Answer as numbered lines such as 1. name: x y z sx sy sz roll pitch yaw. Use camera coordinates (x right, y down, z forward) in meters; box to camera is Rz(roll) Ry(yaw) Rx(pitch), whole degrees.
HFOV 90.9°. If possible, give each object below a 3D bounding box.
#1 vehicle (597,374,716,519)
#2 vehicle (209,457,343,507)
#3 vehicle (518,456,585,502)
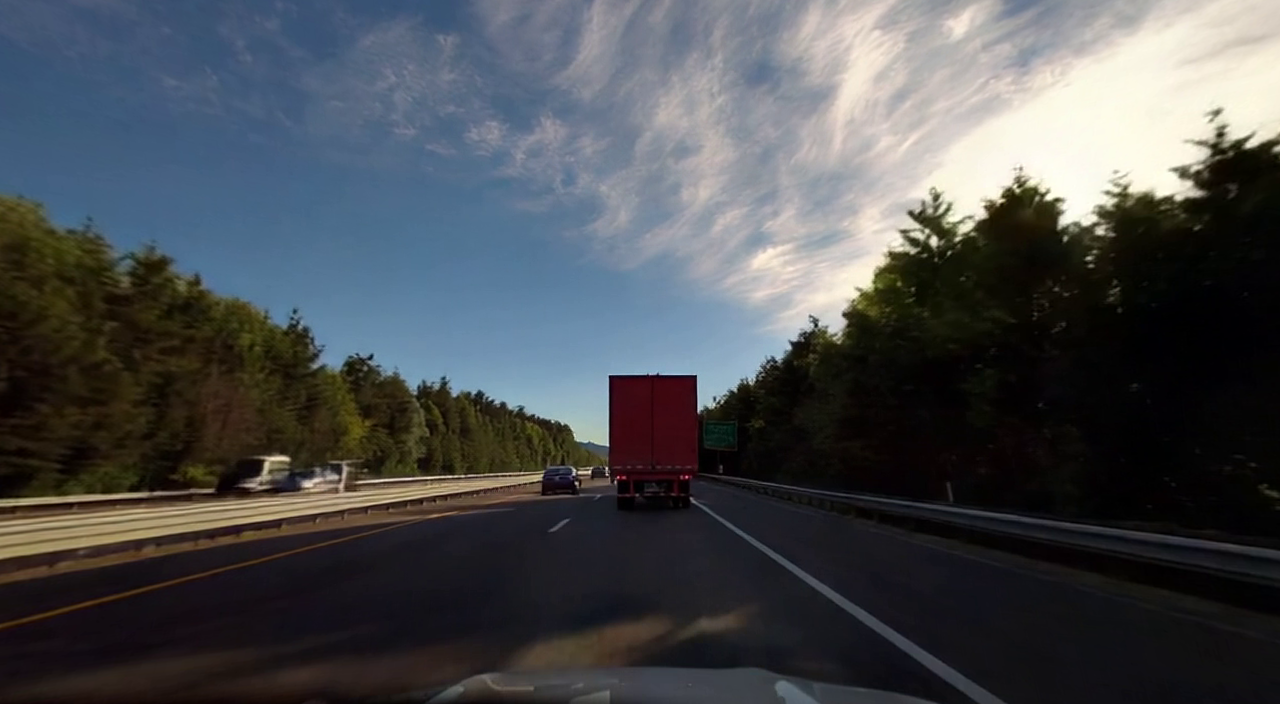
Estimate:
1. vehicle: 0.384 3.263 20.921 3.008 3.678 9.512 1 -10 0
2. vehicle: -12.757 4.583 22.503 1.949 1.533 4.662 1 -10 0
3. vehicle: -3.491 5.168 25.866 2.076 1.691 4.555 1 -10 0
